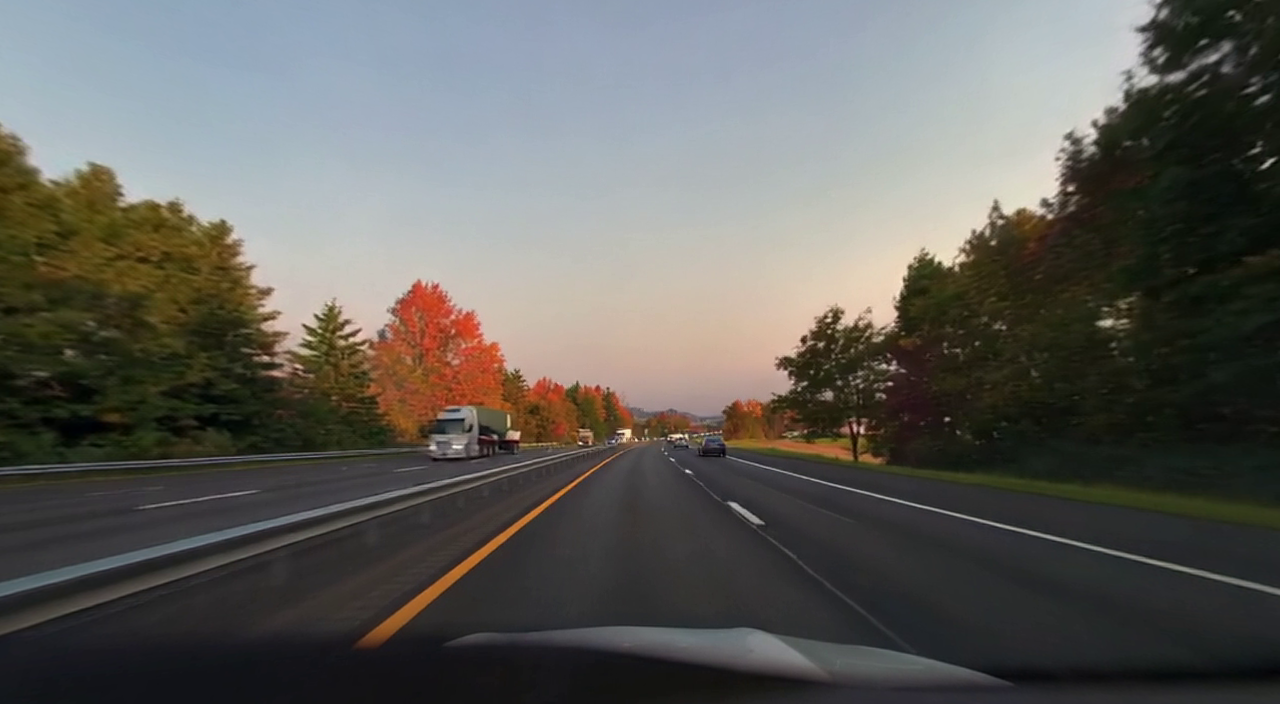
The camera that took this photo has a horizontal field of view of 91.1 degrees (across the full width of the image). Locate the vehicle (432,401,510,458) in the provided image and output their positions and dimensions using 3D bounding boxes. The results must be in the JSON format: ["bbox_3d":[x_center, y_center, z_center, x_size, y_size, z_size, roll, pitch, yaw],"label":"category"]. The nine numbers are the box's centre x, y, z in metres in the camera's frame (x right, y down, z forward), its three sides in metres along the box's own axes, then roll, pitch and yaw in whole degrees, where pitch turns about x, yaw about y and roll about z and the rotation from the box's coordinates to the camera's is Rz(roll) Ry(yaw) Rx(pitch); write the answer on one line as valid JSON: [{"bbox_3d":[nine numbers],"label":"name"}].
[{"bbox_3d":[-12.651,6.053,48.275,3.048,3.893,10.150,0,-8,1],"label":"vehicle"}]

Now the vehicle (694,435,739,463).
[{"bbox_3d":[4.350,5.599,36.376,2.024,1.516,4.197,0,-8,0],"label":"vehicle"}]
